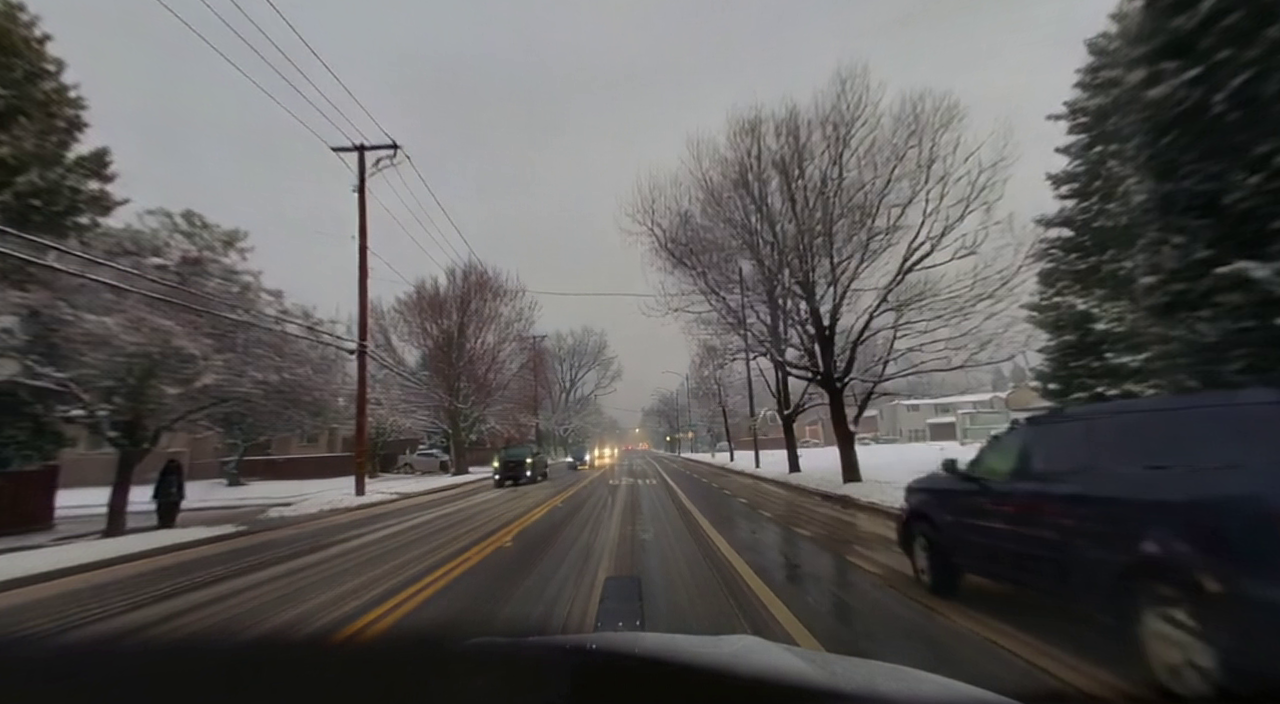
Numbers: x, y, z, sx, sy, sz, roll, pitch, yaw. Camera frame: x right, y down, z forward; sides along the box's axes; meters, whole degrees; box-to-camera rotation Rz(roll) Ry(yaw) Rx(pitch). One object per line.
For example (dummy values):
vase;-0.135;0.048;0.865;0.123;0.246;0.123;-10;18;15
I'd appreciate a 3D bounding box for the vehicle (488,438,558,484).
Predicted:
vehicle;-5.017;4.751;27.900;2.059;1.840;5.317;0;-8;0

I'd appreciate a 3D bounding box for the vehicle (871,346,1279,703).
vehicle;3.771;1.146;4.422;2.310;1.784;4.993;0;-8;-1

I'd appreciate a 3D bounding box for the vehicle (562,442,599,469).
vehicle;-3.861;6.782;41.561;2.090;1.689;4.232;0;-8;-1

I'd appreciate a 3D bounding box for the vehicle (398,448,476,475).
vehicle;-13.933;7.512;43.552;4.607;1.772;2.261;0;-8;-1
